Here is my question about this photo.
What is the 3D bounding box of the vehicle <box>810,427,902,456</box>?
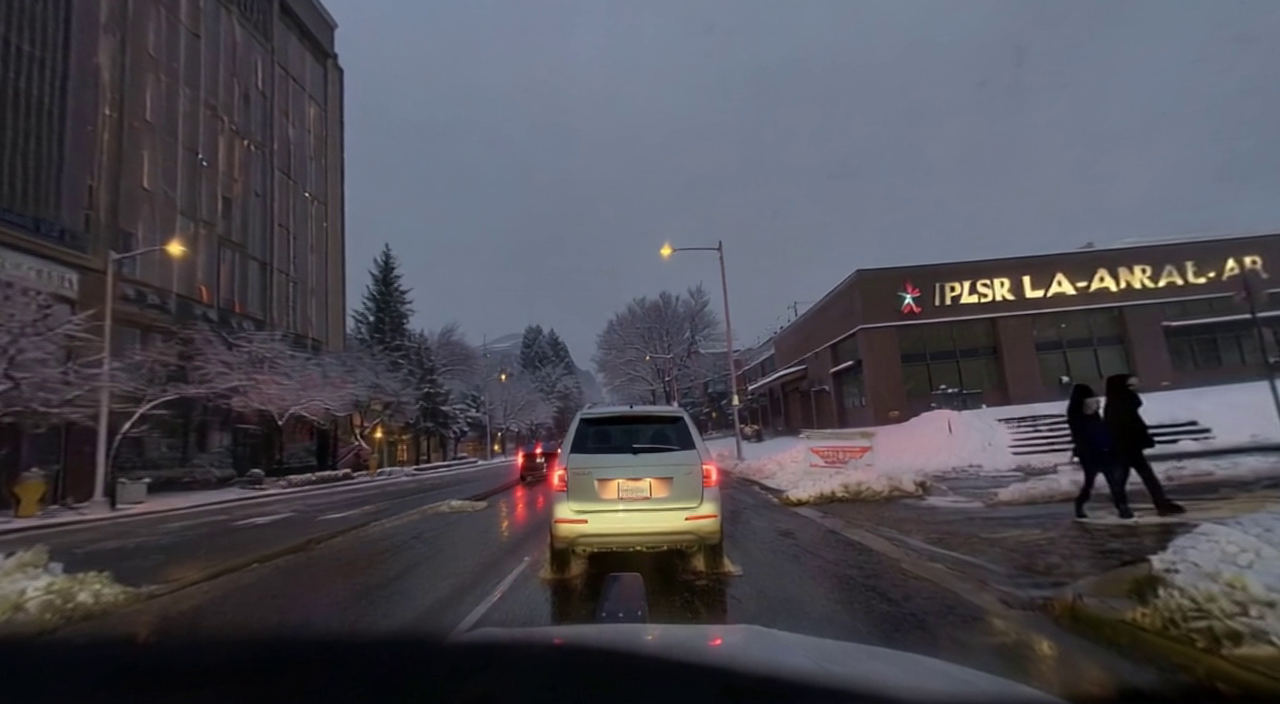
[{"bbox_3d":[11.857,4.960,34.880,4.426,1.490,1.862,-1,-8,4],"label":"vehicle"}]

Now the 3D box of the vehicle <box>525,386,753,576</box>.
[{"bbox_3d":[-0.117,1.685,9.032,2.352,1.953,4.796,0,-8,-3],"label":"vehicle"}]
